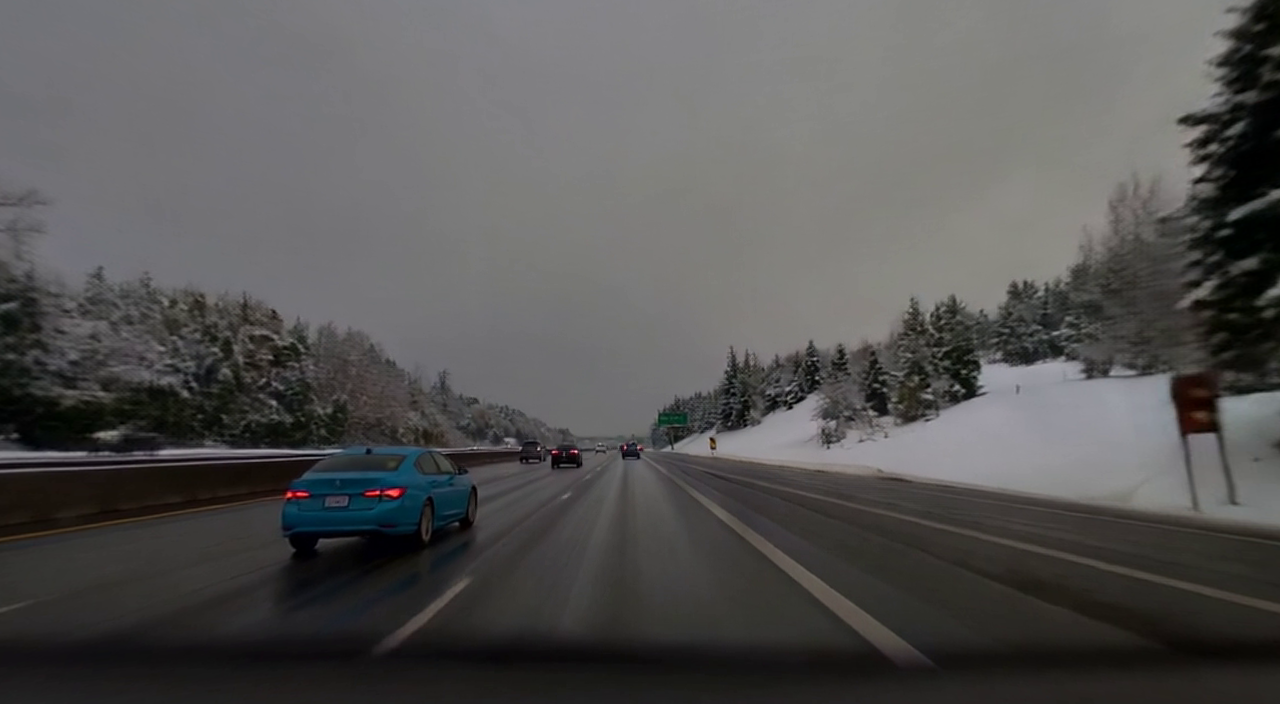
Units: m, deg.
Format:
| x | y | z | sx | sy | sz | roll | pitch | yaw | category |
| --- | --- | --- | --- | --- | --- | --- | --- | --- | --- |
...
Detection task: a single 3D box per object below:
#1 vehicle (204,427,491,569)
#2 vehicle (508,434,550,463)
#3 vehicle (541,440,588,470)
| x | y | z | sx | sy | sz | roll | pitch | yaw | category |
| --- | --- | --- | --- | --- | --- | --- | --- | --- | --- |
| -3.666 | 1.892 | 9.050 | 2.025 | 1.506 | 4.429 | 0 | -8 | -1 | vehicle |
| -7.970 | 6.992 | 45.791 | 2.171 | 1.982 | 5.246 | 0 | -8 | -1 | vehicle |
| -4.003 | 5.539 | 34.115 | 2.068 | 1.501 | 4.395 | 0 | -8 | -1 | vehicle |
